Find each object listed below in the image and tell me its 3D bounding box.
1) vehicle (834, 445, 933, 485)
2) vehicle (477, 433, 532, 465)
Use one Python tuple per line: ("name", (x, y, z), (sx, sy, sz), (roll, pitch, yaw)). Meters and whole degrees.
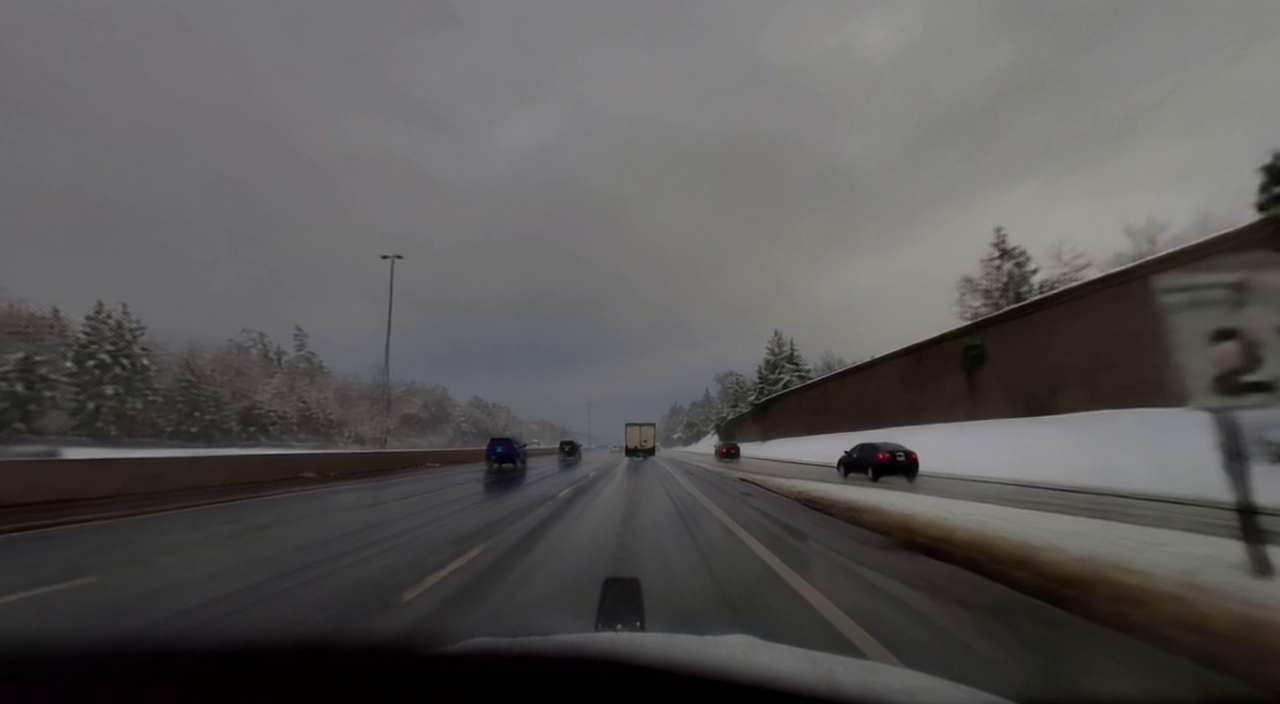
("vehicle", (10.288, 4.786, 27.038), (2.075, 1.510, 4.569), (1, -9, -6))
("vehicle", (-9.823, 7.110, 46.363), (2.571, 2.169, 6.443), (0, -9, 1))
